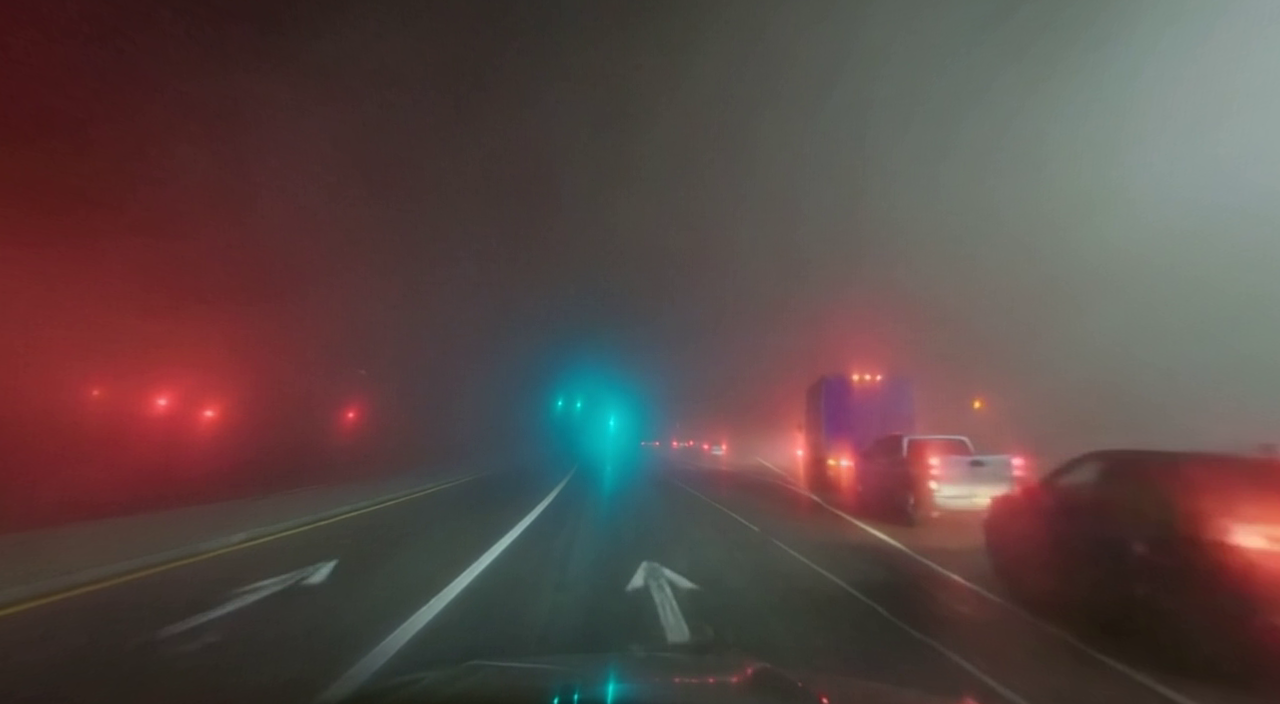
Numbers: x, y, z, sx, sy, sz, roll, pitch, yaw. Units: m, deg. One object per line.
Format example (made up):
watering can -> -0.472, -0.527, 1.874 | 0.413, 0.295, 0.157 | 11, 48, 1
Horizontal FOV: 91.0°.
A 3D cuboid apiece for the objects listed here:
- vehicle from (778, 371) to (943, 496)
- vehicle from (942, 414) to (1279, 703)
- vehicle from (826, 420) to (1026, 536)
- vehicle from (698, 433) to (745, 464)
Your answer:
vehicle -> 6.181, 2.530, 19.247 | 2.625, 2.975, 8.237 | -1, -8, 4
vehicle -> 3.903, 1.255, 4.451 | 1.947, 1.475, 3.962 | -1, -8, 7
vehicle -> 4.794, 2.144, 11.358 | 1.926, 1.650, 4.315 | -1, -8, 6
vehicle -> 4.741, 5.679, 37.190 | 1.917, 1.748, 4.003 | 0, -8, -5
